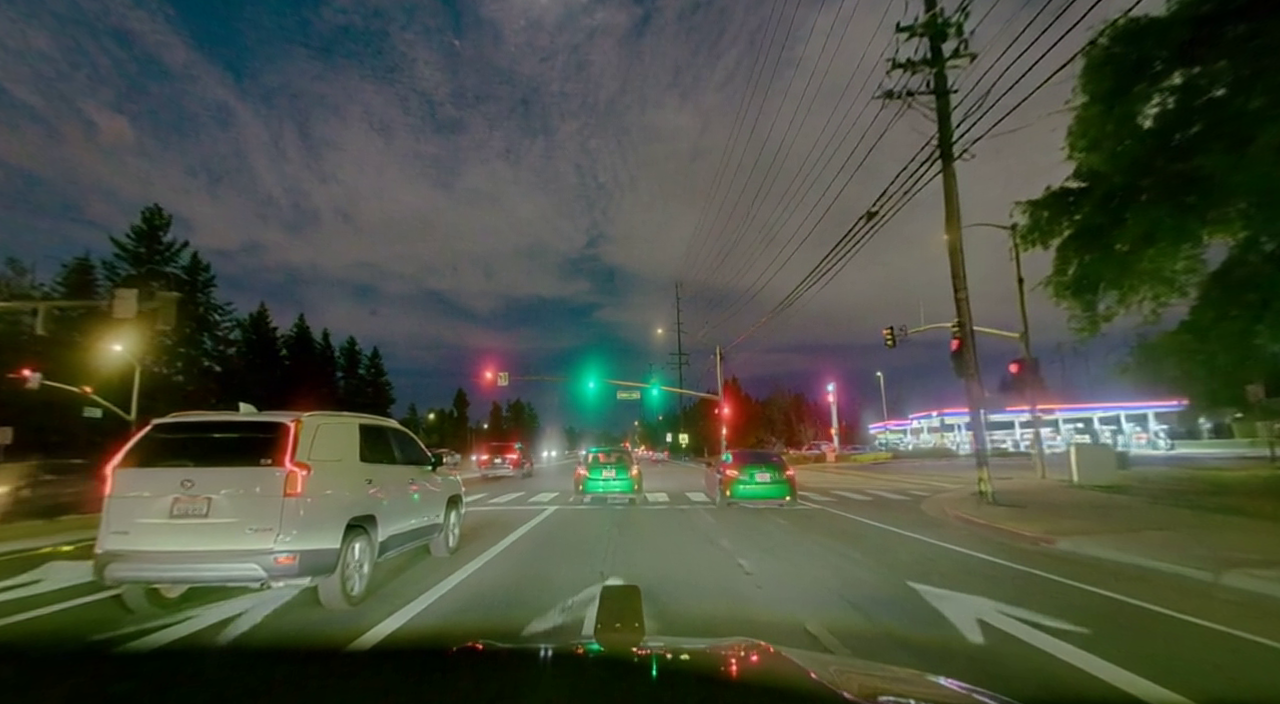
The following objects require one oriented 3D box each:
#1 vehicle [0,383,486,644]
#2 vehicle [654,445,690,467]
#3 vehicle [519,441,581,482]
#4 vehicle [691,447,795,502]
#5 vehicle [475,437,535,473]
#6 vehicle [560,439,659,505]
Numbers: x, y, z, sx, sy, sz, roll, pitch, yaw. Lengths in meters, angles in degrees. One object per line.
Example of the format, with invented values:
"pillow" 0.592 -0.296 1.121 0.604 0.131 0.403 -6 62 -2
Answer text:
"vehicle" -3.079 1.354 6.341 1.922 1.642 4.547 0 -8 0
"vehicle" 2.176 7.245 44.176 2.069 1.464 4.599 0 -8 -2
"vehicle" -3.580 4.442 25.979 1.953 1.530 4.335 0 -8 0
"vehicle" 2.681 3.301 17.559 2.065 1.302 4.416 0 -8 -1
"vehicle" -7.760 5.986 36.908 2.385 1.918 5.056 0 -8 0
"vehicle" -0.734 2.985 16.141 2.189 1.437 4.135 0 -8 -2
